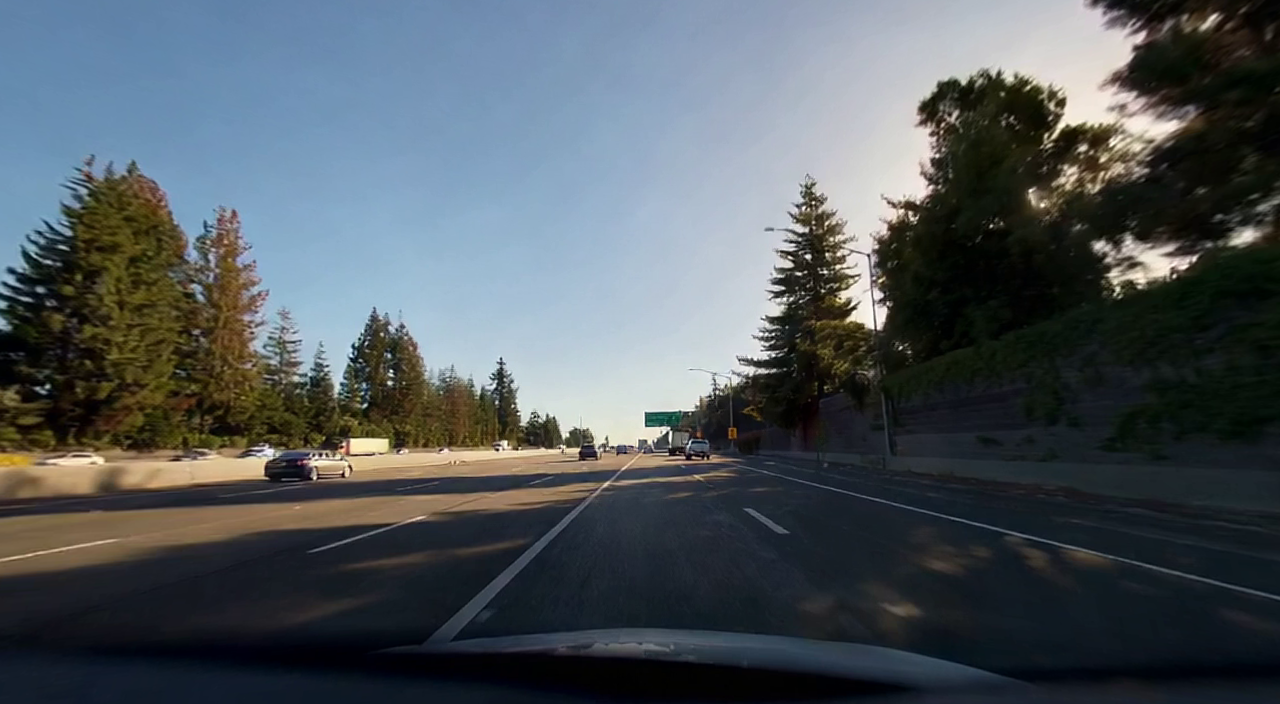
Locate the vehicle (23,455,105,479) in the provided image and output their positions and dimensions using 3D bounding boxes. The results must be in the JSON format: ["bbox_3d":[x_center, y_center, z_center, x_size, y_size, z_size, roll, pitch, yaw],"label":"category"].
[{"bbox_3d":[-40.336,8.043,44.268,1.707,1.471,4.165,0,-8,2],"label":"vehicle"}]

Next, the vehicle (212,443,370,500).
[{"bbox_3d":[-10.014,3.427,18.610,1.899,1.465,4.589,0,-8,2],"label":"vehicle"}]
